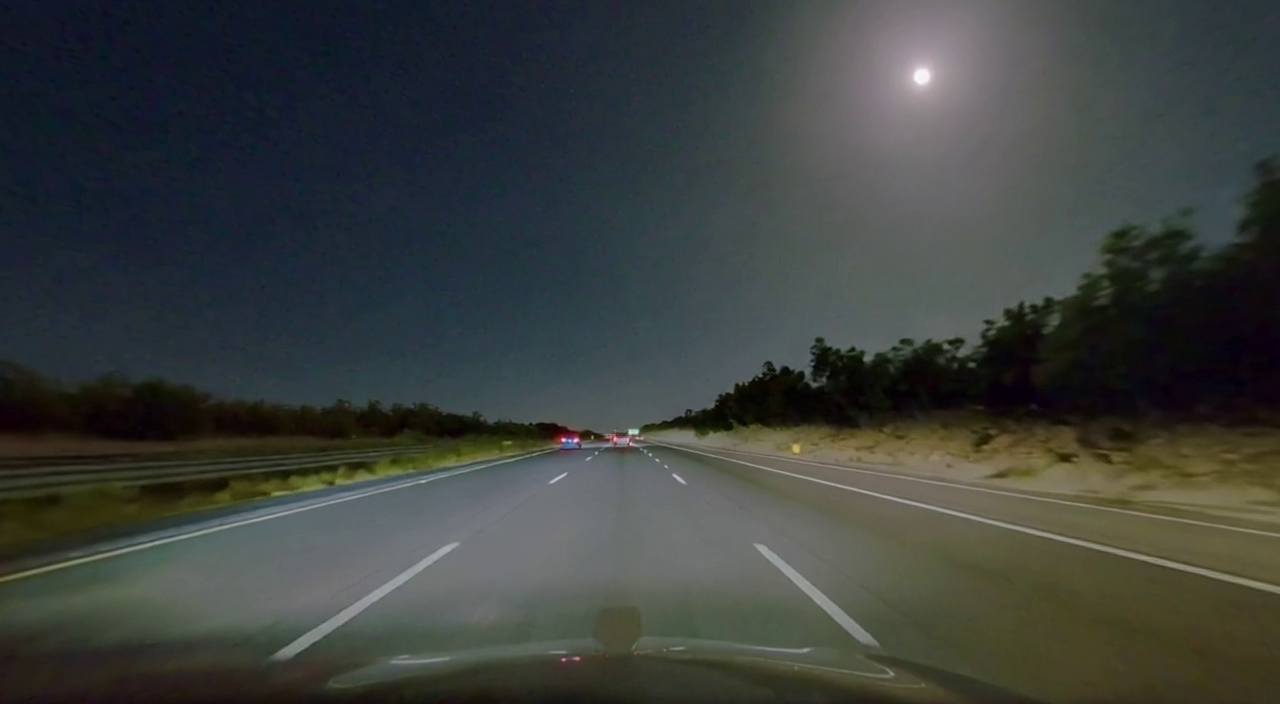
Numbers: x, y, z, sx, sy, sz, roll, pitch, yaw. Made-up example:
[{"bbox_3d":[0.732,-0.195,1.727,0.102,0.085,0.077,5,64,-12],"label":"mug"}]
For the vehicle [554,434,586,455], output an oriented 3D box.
[{"bbox_3d":[-5.421,7.158,49.186,2.141,1.534,5.099,0,-8,-3],"label":"vehicle"}]
